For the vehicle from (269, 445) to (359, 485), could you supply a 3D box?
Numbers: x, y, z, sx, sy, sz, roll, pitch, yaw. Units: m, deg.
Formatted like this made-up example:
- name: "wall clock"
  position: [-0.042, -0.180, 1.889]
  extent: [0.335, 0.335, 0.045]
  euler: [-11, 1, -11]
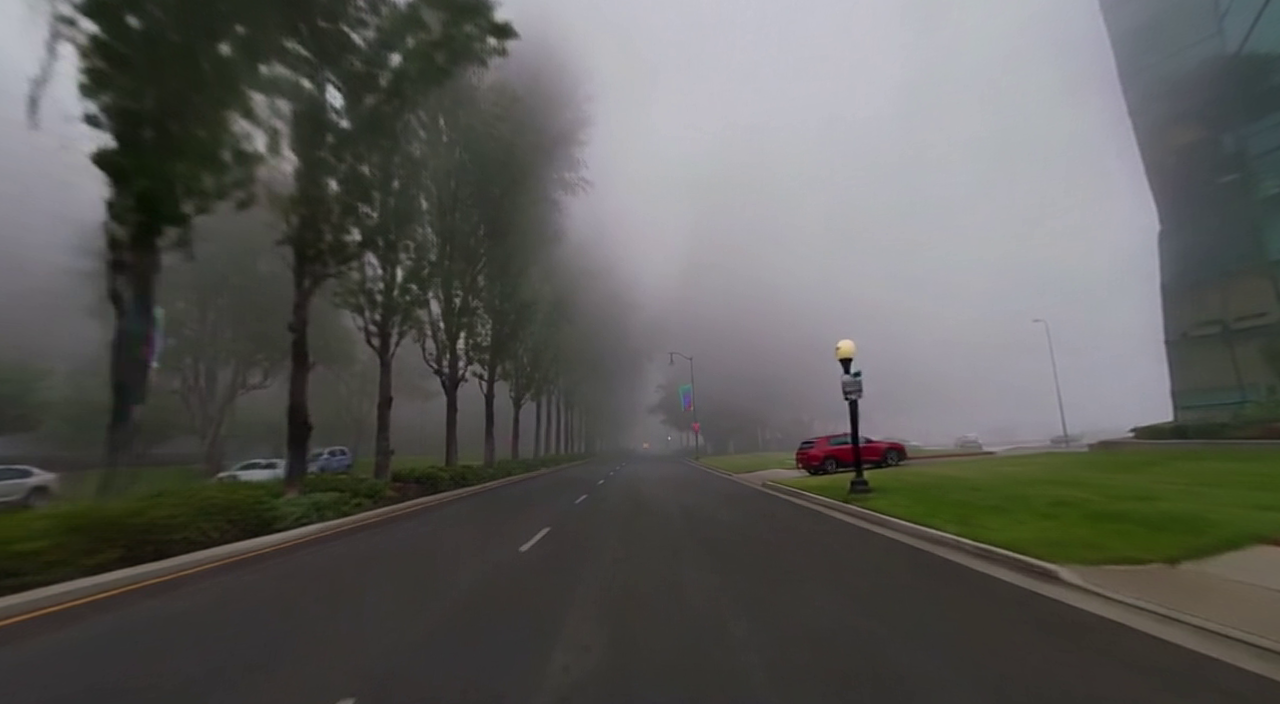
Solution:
- name: "vehicle"
  position: [-17.262, 5.959, 33.574]
  extent: [2.301, 1.821, 4.731]
  euler: [-4, -8, 1]

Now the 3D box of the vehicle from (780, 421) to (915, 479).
- name: "vehicle"
  position: [8.682, 4.145, 26.629]
  extent: [4.716, 1.672, 2.330]
  euler: [-8, -8, -2]

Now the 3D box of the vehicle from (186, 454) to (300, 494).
- name: "vehicle"
  position: [-17.402, 5.326, 27.857]
  extent: [1.873, 1.544, 4.794]
  euler: [0, -8, 1]
